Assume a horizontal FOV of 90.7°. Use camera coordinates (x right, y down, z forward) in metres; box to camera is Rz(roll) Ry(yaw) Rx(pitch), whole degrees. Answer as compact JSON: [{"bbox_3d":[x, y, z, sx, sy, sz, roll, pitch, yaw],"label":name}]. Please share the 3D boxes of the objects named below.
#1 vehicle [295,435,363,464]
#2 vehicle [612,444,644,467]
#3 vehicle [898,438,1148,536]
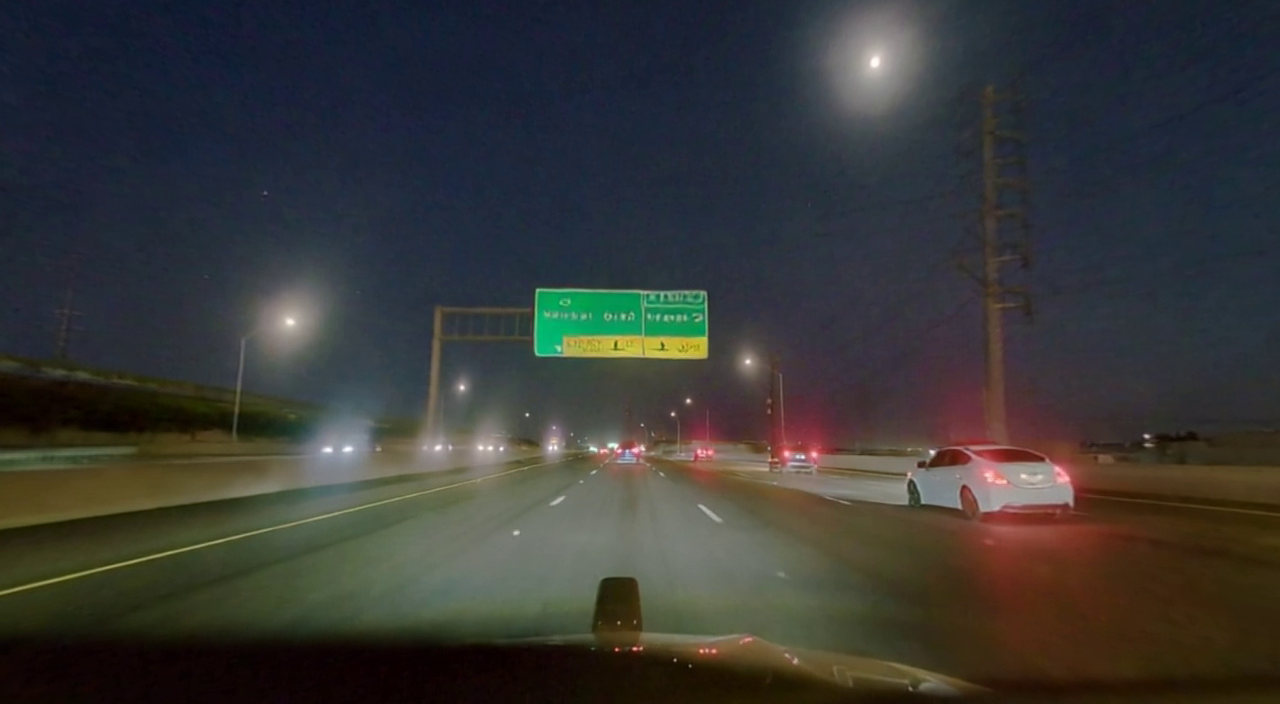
[{"bbox_3d":[-20.780,6.559,42.512,2.054,1.797,4.946,0,-9,0],"label":"vehicle"},{"bbox_3d":[-0.848,7.110,43.567,2.109,1.489,4.027,0,-9,-2],"label":"vehicle"},{"bbox_3d":[6.609,2.338,11.608,1.876,1.451,4.154,0,-9,-2],"label":"vehicle"}]
